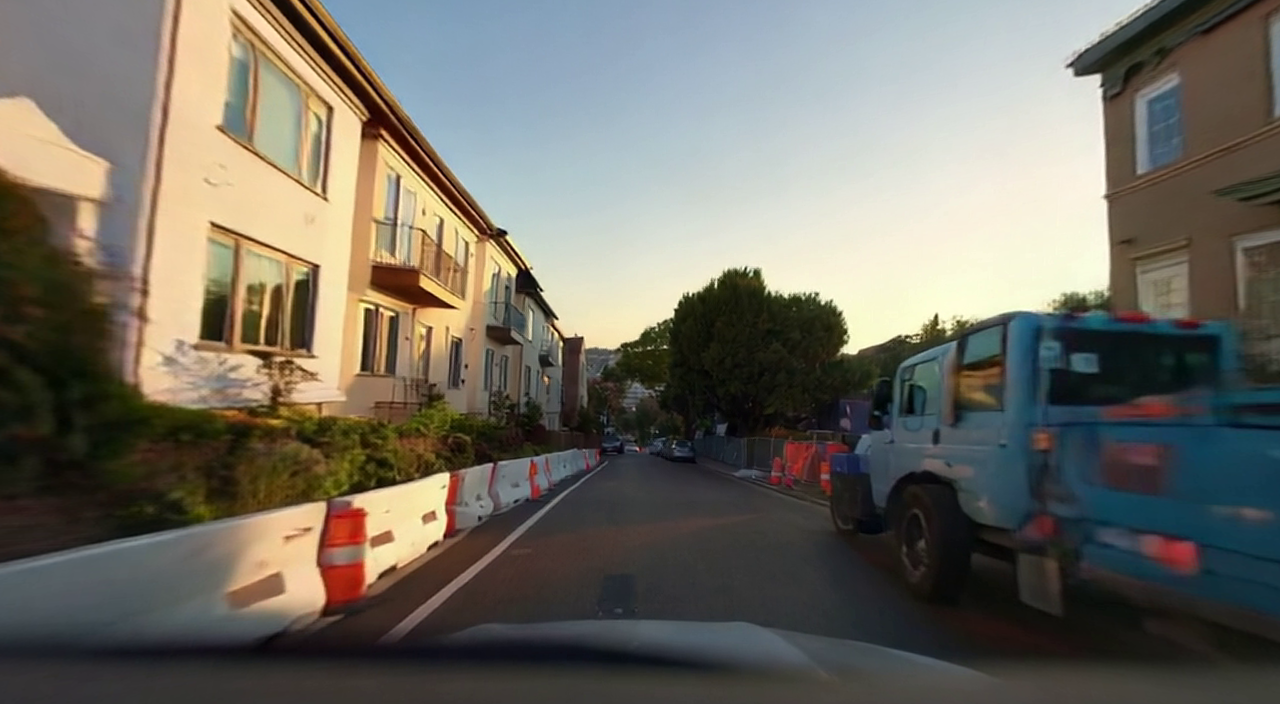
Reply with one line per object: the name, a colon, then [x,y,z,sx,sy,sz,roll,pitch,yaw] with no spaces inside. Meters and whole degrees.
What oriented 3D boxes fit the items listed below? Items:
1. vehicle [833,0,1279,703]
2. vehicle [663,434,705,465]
vehicle: [3.245,0.335,2.317,2.879,2.801,6.142,0,-8,-2]
vehicle: [2.628,5.950,38.774,2.066,1.739,4.234,0,-8,-3]
